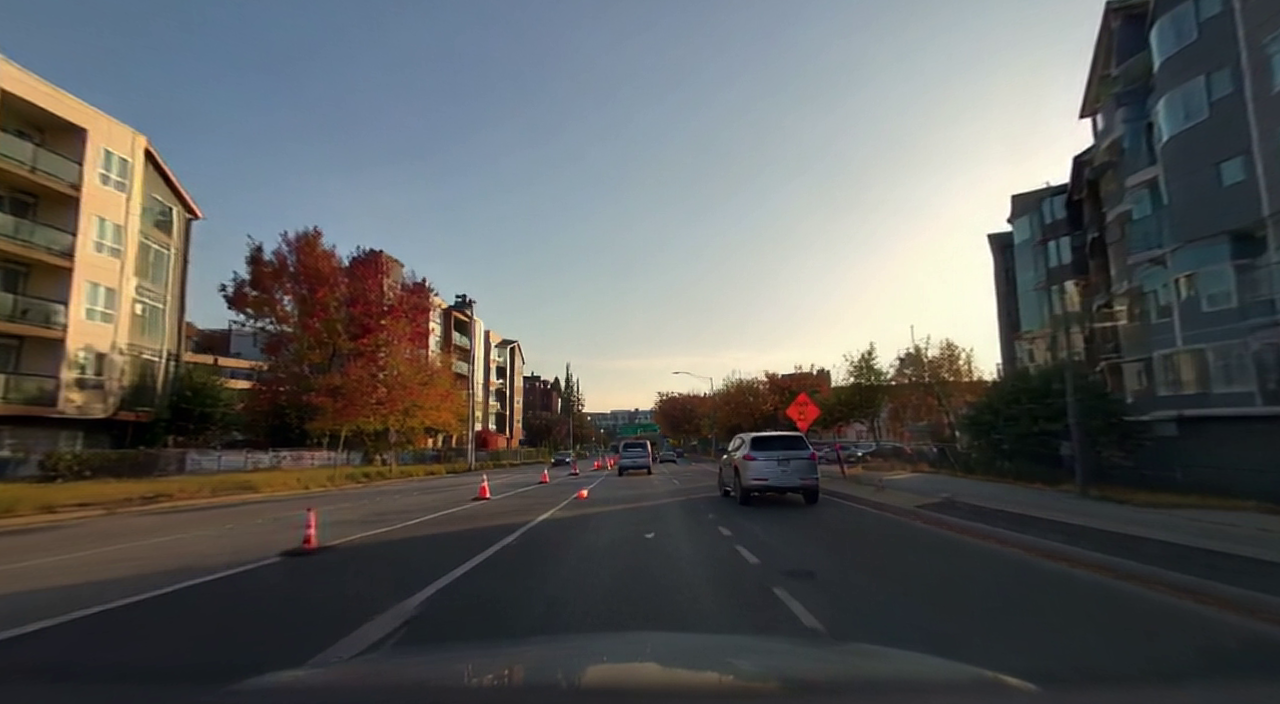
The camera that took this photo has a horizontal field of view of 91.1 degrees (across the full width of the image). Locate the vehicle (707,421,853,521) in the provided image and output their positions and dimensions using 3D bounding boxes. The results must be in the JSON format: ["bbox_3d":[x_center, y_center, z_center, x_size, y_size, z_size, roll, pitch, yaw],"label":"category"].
[{"bbox_3d":[2.883,2.623,14.453,2.120,1.828,5.531,0,-9,0],"label":"vehicle"}]

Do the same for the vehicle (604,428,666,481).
[{"bbox_3d":[-0.208,5.037,31.098,2.762,2.309,6.723,0,-9,0],"label":"vehicle"}]
